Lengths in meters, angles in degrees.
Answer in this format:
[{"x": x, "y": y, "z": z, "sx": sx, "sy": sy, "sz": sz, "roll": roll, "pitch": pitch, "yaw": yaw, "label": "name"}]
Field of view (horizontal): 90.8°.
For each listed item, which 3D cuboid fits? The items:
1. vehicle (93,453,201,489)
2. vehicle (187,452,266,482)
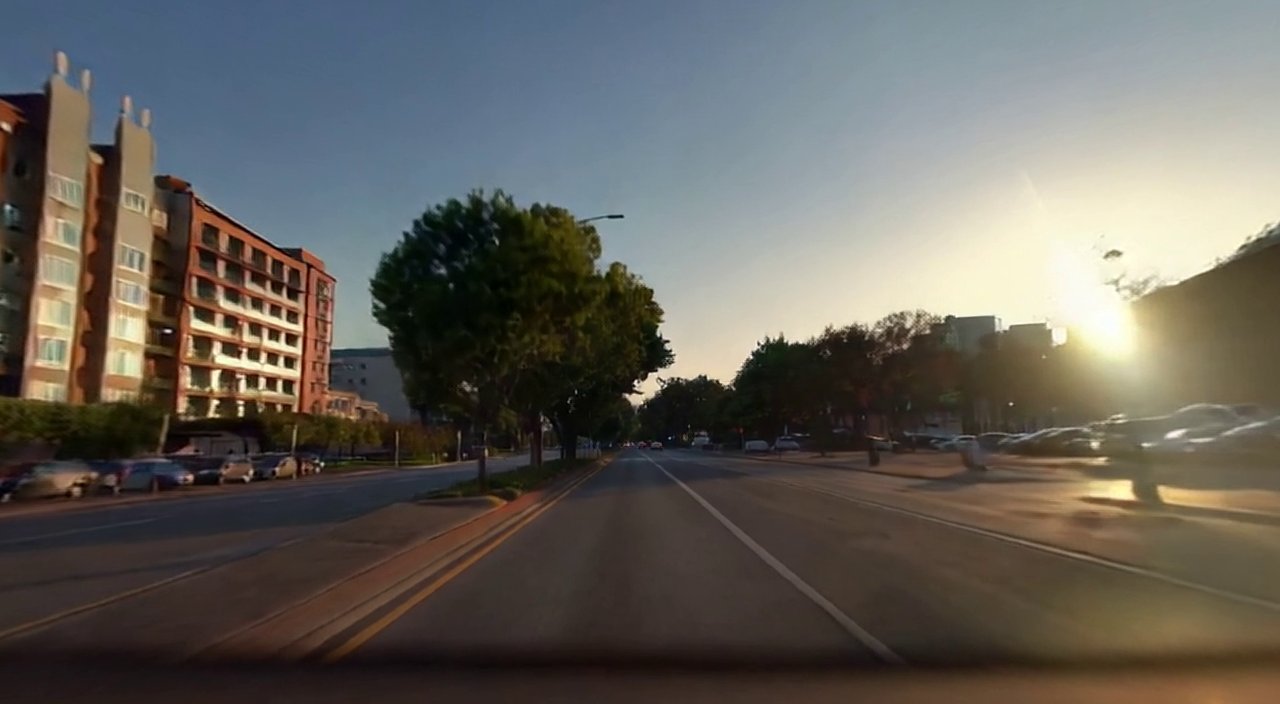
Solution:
[{"x": -25.935, "y": 6.242, "z": 33.447, "sx": 1.911, "sy": 1.706, "sz": 4.327, "roll": -1, "pitch": -8, "yaw": 5, "label": "vehicle"}, {"x": -25.474, "y": 7.058, "z": 39.153, "sx": 1.979, "sy": 1.652, "sz": 4.678, "roll": 0, "pitch": -8, "yaw": -5, "label": "vehicle"}]
